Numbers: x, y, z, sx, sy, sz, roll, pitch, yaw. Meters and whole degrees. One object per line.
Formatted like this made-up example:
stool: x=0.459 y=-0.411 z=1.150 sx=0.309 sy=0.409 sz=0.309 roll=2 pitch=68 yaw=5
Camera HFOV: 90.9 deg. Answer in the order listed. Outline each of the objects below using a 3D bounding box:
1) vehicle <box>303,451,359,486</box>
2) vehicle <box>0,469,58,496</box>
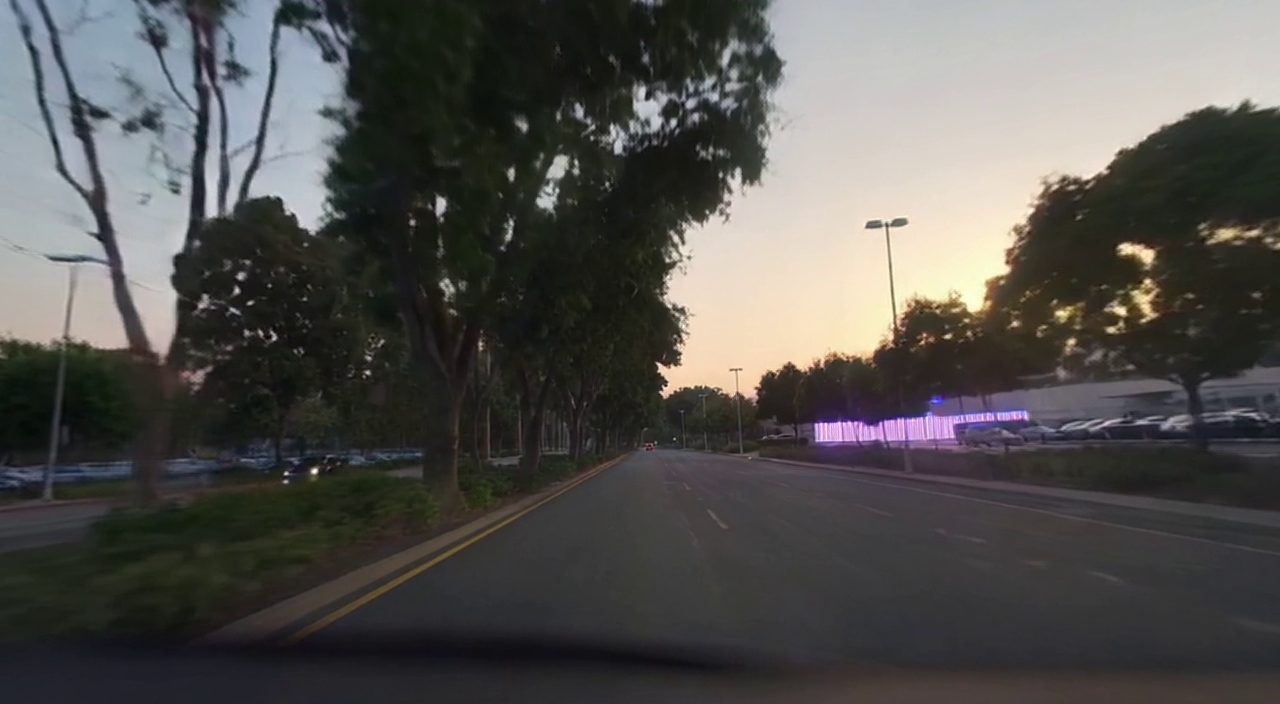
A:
vehicle: x=-15.003 y=5.628 z=30.849 sx=2.129 sy=1.494 sz=5.184 roll=3 pitch=-9 yaw=-23
vehicle: x=-37.579 y=7.772 z=37.556 sx=1.736 sy=1.393 sz=4.317 roll=0 pitch=-8 yaw=-2
